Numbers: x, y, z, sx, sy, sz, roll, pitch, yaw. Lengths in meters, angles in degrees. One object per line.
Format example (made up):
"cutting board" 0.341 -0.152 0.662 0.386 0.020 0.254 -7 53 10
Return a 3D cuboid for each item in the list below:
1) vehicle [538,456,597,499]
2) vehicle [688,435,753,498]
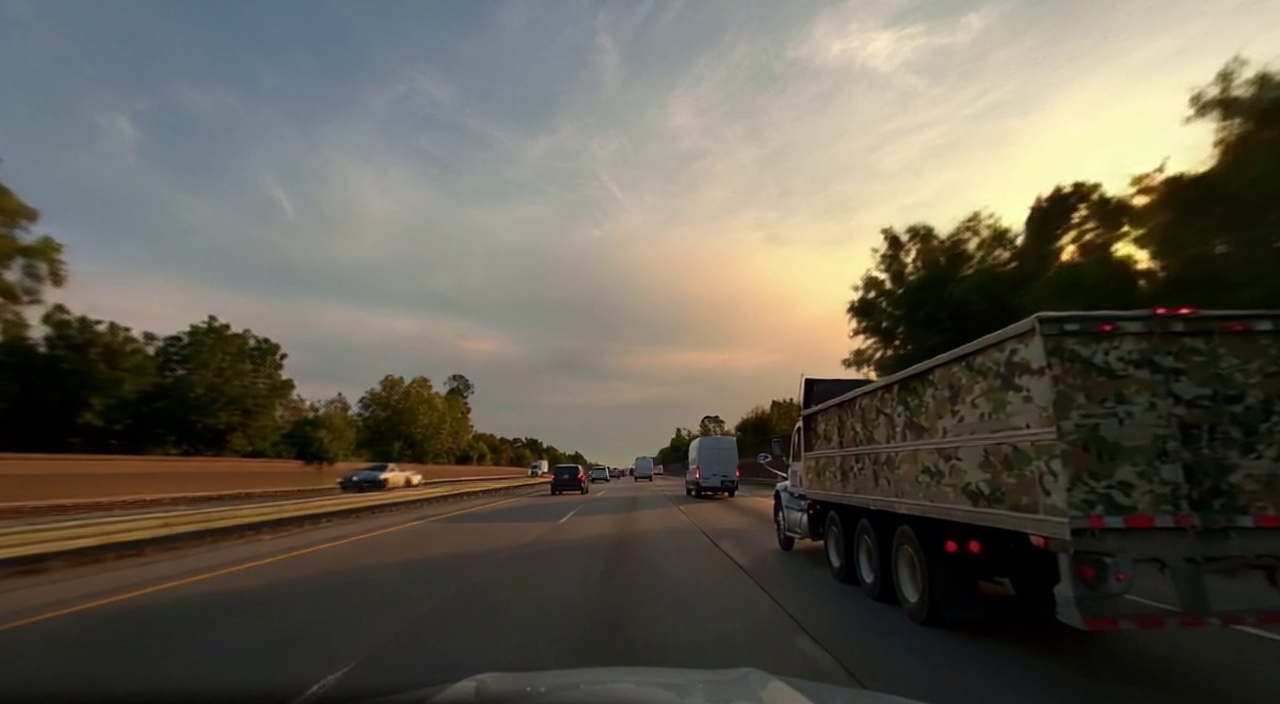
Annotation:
"vehicle" -3.310 5.906 29.821 2.204 1.852 4.661 1 -11 0
"vehicle" 4.072 5.976 32.876 2.703 2.988 5.097 1 -11 0
